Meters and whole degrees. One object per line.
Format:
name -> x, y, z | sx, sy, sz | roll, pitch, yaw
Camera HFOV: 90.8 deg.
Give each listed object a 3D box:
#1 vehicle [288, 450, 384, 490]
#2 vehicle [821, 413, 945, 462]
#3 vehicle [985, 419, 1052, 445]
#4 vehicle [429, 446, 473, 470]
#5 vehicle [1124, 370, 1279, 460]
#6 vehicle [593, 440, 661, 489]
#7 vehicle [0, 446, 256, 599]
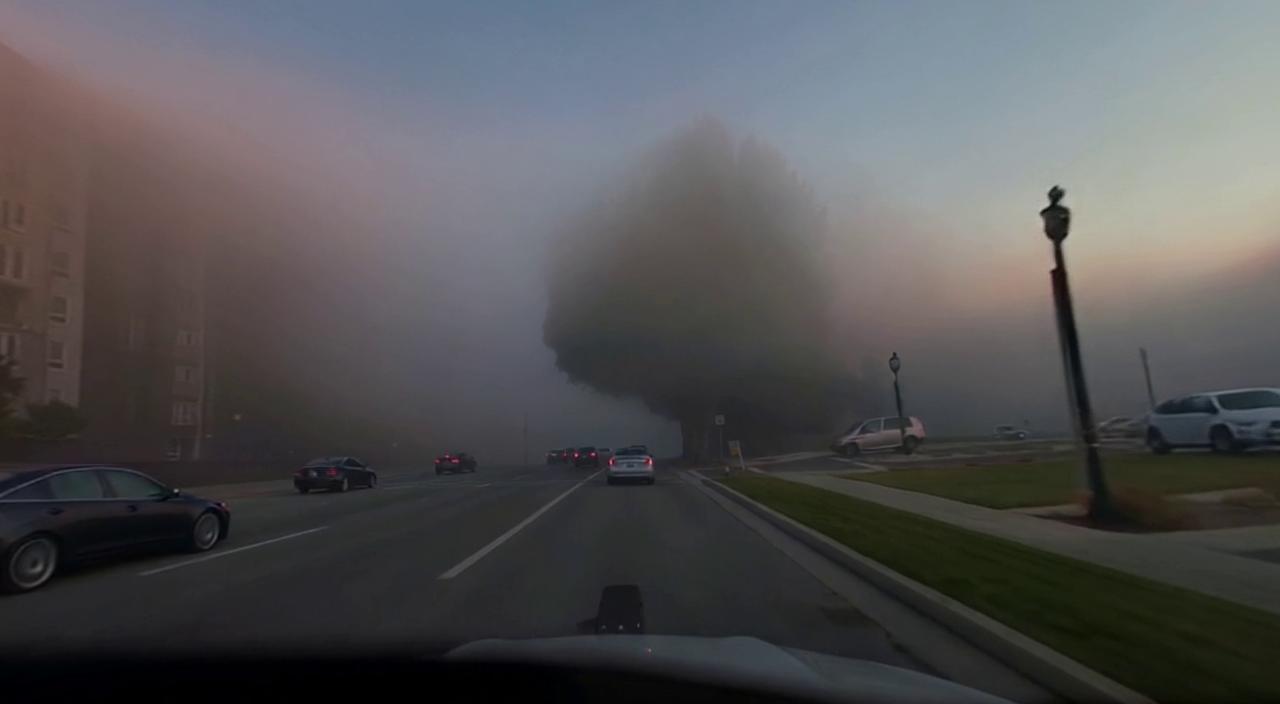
vehicle -> -12.699, 4.935, 26.775 | 2.024, 1.484, 4.592 | 1, -9, -4
vehicle -> 12.614, 4.455, 33.135 | 5.253, 2.014, 2.666 | -4, -7, -5
vehicle -> 27.751, 5.864, 46.411 | 3.745, 1.450, 1.750 | -5, -5, -3
vehicle -> -14.503, 8.164, 48.770 | 2.064, 1.686, 4.380 | 1, -9, -1
vehicle -> 15.833, 1.757, 16.375 | 2.395, 2.028, 5.135 | 1, -9, -1
vehicle -> -0.413, 3.788, 21.638 | 2.099, 1.469, 4.389 | 1, -9, -1
vehicle -> -7.121, 1.894, 7.778 | 1.906, 1.449, 4.576 | 1, -9, 0
